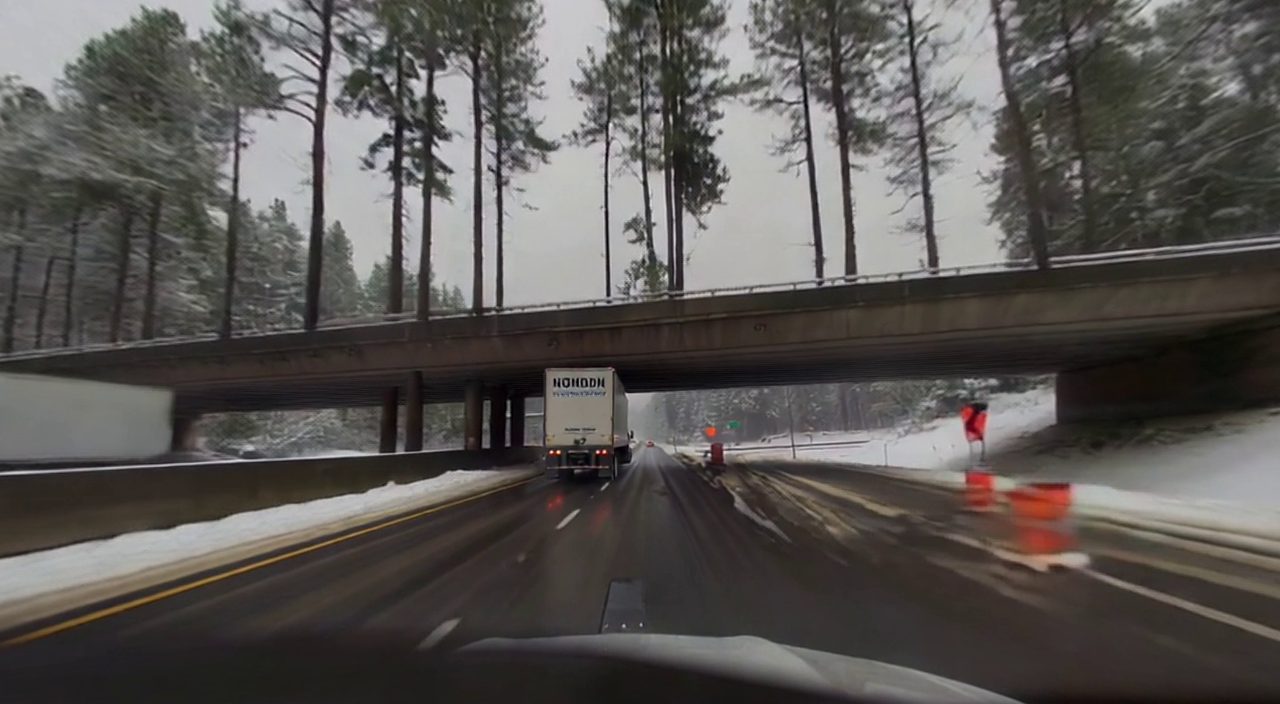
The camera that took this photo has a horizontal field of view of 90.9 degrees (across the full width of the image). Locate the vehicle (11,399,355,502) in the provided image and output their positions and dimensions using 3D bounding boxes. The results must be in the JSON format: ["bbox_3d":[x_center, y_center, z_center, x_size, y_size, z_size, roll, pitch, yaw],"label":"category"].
[{"bbox_3d":[-16.803,3.984,26.031,2.796,3.007,15.010,0,-8,1],"label":"vehicle"}]

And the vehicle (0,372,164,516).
[{"bbox_3d":[-16.914,2.335,15.996,2.971,3.438,8.346,0,-8,1],"label":"vehicle"}]

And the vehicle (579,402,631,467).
[{"bbox_3d":[-2.290,5.920,44.610,2.845,4.049,10.214,0,-9,1],"label":"vehicle"}]
